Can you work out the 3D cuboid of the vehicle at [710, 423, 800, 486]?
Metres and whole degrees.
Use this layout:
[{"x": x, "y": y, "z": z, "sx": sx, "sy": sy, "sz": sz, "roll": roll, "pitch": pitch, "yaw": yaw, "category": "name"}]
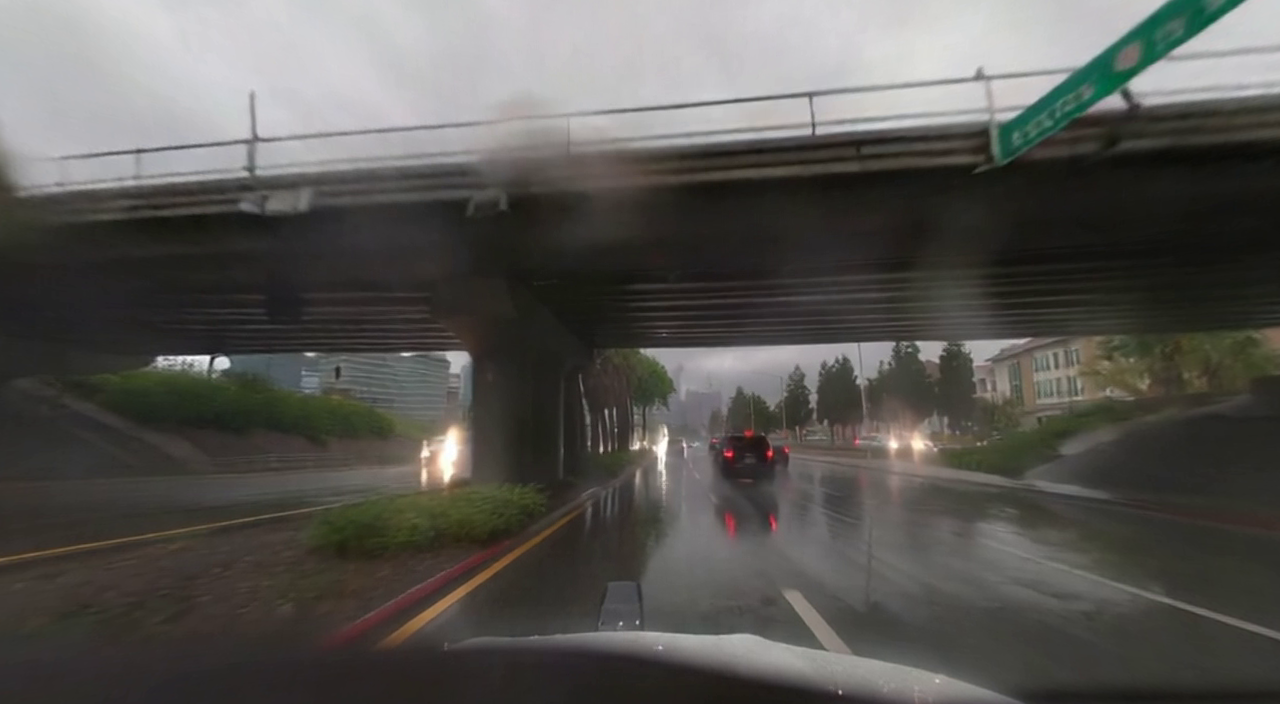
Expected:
[{"x": 4.071, "y": 3.766, "z": 23.454, "sx": 2.559, "sy": 2.017, "sz": 5.562, "roll": 0, "pitch": -9, "yaw": 3, "category": "vehicle"}]
